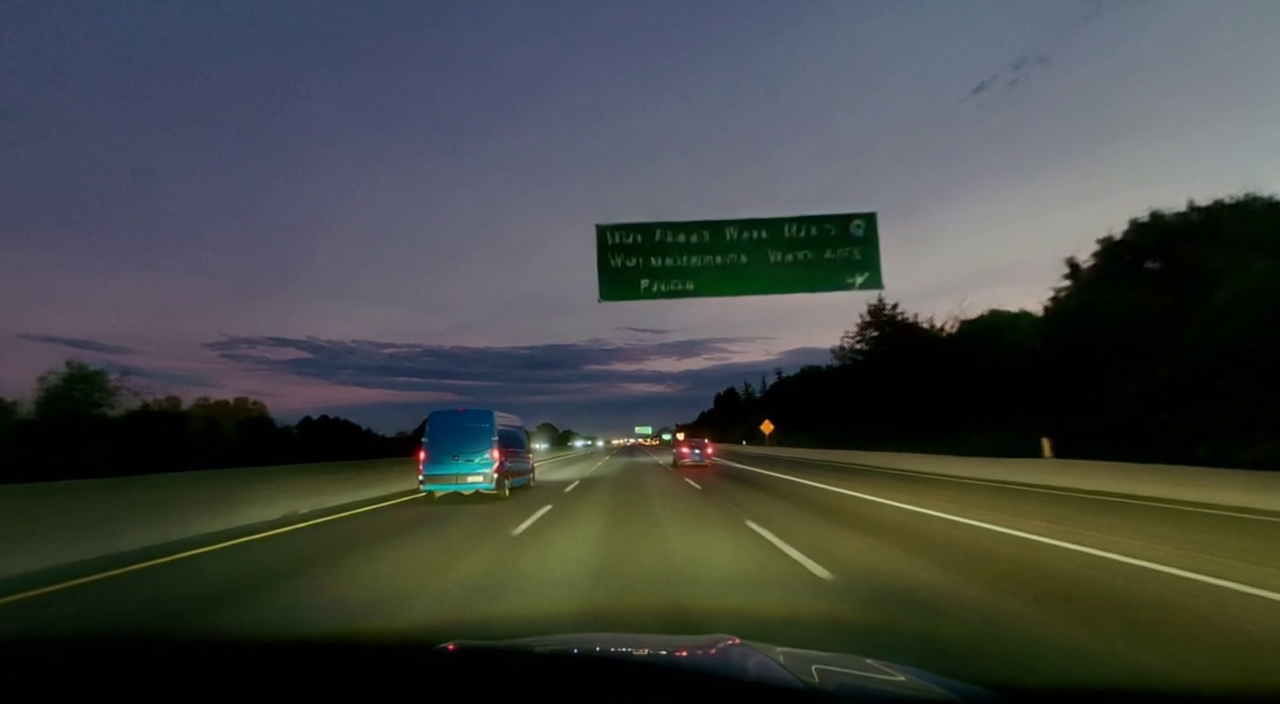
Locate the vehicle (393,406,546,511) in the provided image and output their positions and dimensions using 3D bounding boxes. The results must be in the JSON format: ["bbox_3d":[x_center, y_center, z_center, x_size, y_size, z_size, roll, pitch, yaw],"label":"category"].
[{"bbox_3d":[-3.750,2.440,15.072,2.275,2.053,5.082,0,-8,-1],"label":"vehicle"}]

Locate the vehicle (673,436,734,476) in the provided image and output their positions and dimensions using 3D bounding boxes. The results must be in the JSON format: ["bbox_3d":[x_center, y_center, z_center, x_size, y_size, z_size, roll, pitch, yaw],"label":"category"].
[{"bbox_3d":[2.448,4.110,25.309,2.020,1.464,3.803,0,-8,0],"label":"vehicle"}]
